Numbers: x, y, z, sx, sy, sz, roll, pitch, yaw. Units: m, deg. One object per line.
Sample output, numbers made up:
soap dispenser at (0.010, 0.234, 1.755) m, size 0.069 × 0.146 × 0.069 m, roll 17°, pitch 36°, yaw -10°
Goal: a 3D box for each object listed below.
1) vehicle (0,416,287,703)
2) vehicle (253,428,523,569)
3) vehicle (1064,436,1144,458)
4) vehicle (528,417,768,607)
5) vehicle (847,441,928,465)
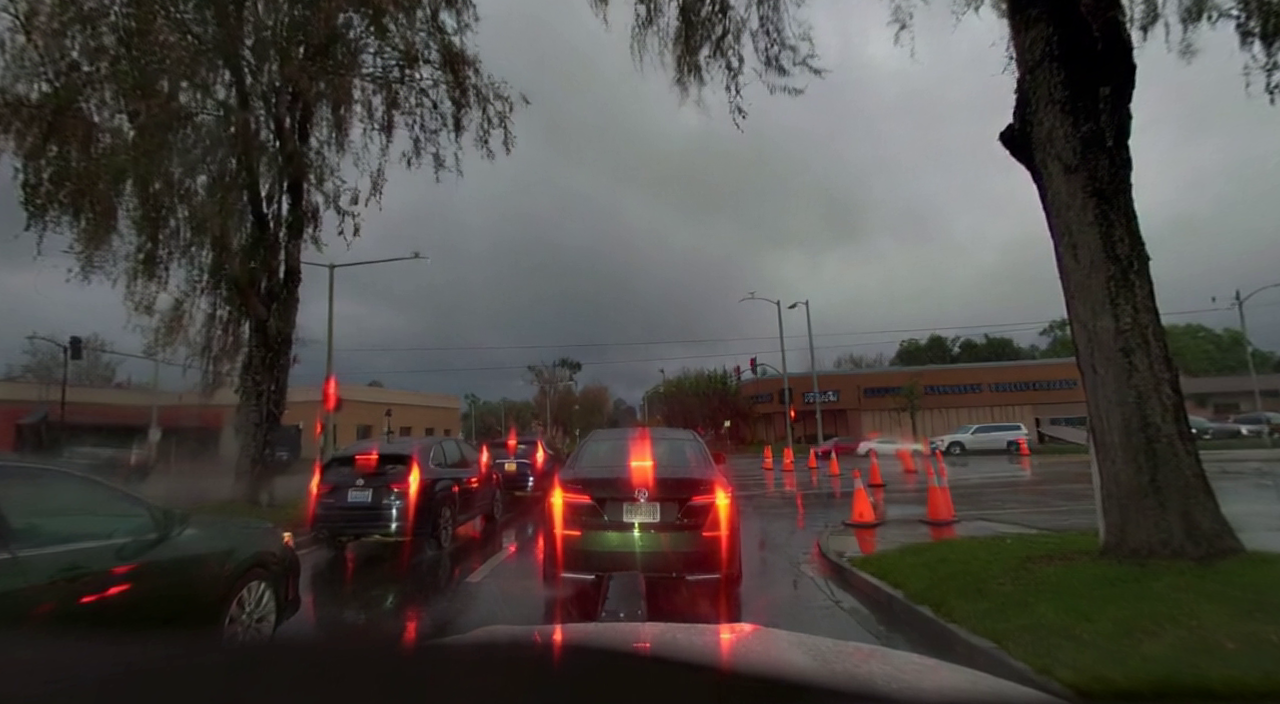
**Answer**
vehicle at (-3.598, 0.946, 2.146) m, size 1.964 × 1.497 × 4.722 m, roll 0°, pitch -9°, yaw 1°
vehicle at (-3.275, 2.001, 9.450) m, size 1.989 × 1.541 × 4.626 m, roll 0°, pitch -9°, yaw 2°
vehicle at (36.750, 7.547, 49.982) m, size 4.791 × 1.635 × 1.857 m, roll 0°, pitch -9°, yaw 1°
vehicle at (0.110, 1.627, 7.216) m, size 2.021 × 1.560 × 3.676 m, roll 0°, pitch -9°, yaw 1°
vehicle at (16.200, 6.629, 41.370) m, size 4.579 × 1.480 × 1.819 m, roll -1°, pitch -9°, yaw 7°
